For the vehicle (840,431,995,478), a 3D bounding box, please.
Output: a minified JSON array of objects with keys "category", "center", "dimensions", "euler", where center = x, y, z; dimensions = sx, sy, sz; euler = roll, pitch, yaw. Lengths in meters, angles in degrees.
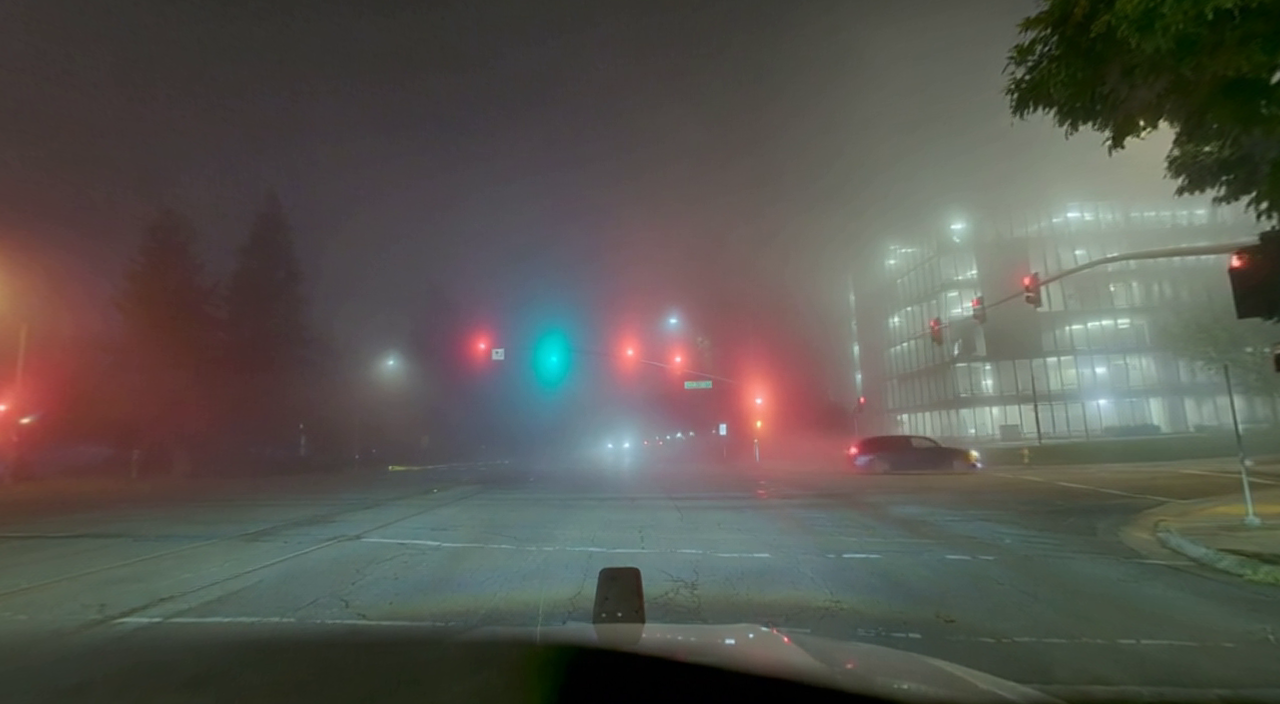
[{"category":"vehicle","center":[11.303,4.218,26.114],"dimensions":[5.357,1.814,2.141],"euler":[-1,-8,4]}]
